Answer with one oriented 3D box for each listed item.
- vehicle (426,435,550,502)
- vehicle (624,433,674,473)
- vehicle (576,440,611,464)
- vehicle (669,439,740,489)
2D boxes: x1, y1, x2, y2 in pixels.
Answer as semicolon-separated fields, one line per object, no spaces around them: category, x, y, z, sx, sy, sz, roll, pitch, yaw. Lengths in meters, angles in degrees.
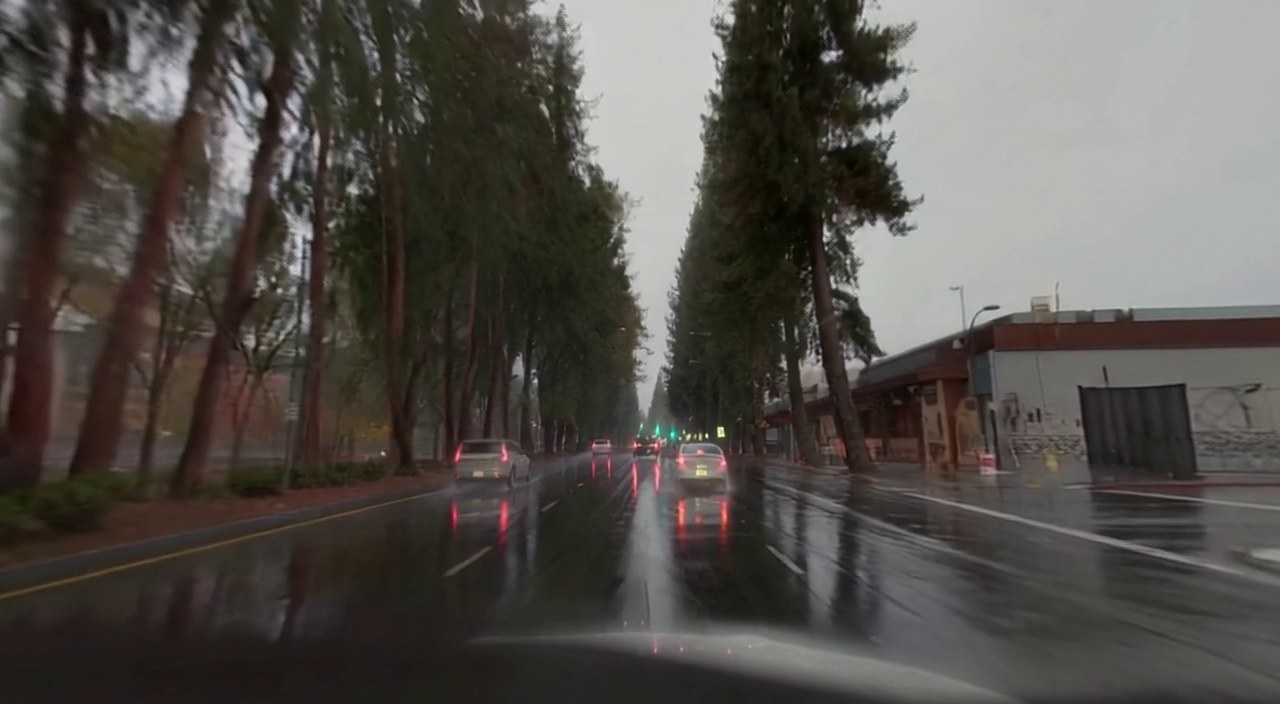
vehicle;-3.800;3.000;16.788;2.003;1.507;4.808;0;-8;1
vehicle;0.469;4.973;31.193;2.289;1.808;4.033;0;-8;1
vehicle;-3.257;7.124;45.015;2.062;1.641;4.193;0;-8;1
vehicle;2.054;3.604;20.685;2.086;1.466;4.026;-1;-8;5
